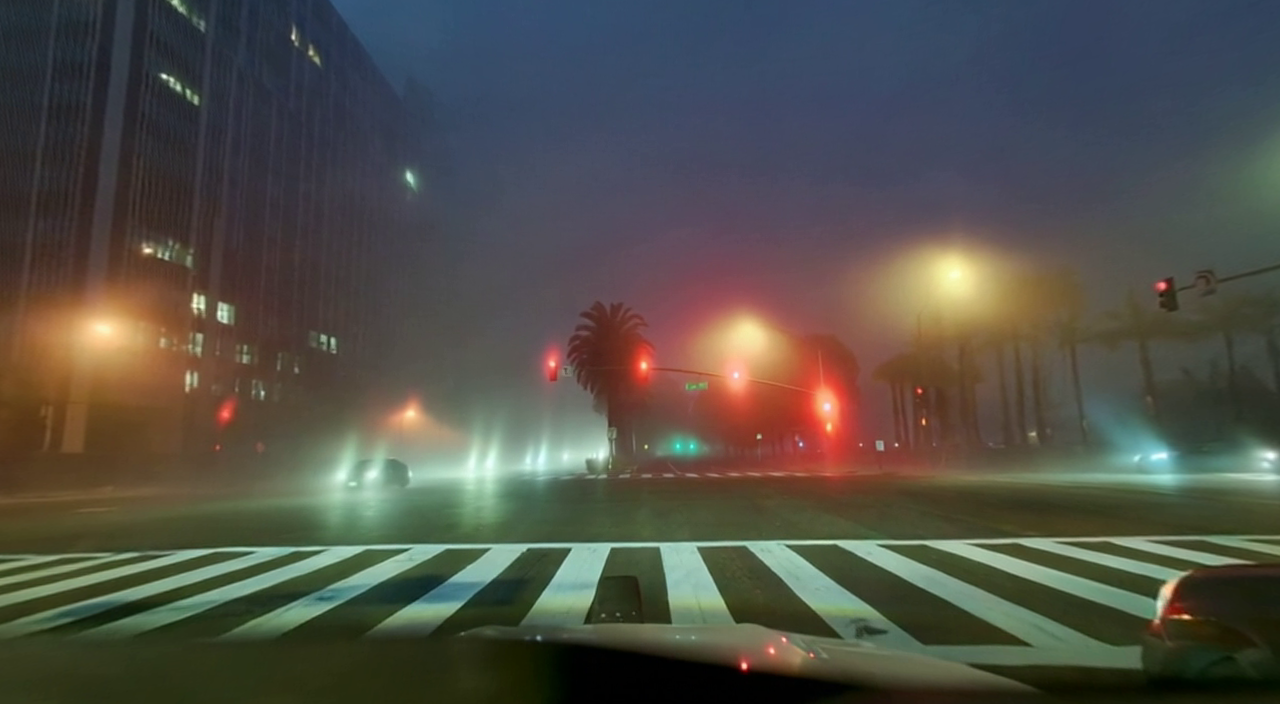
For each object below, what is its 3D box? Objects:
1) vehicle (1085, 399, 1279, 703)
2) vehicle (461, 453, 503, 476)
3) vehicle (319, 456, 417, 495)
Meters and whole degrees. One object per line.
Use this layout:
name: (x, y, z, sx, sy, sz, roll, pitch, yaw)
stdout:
vehicle: (3.229, 0.653, 0.508, 2.106, 1.472, 4.854, 0, -9, -2)
vehicle: (-12.043, 8.626, 48.521, 2.038, 1.624, 4.292, -1, -9, 1)
vehicle: (-12.103, 5.497, 28.528, 2.145, 1.504, 4.857, -1, -9, 2)
